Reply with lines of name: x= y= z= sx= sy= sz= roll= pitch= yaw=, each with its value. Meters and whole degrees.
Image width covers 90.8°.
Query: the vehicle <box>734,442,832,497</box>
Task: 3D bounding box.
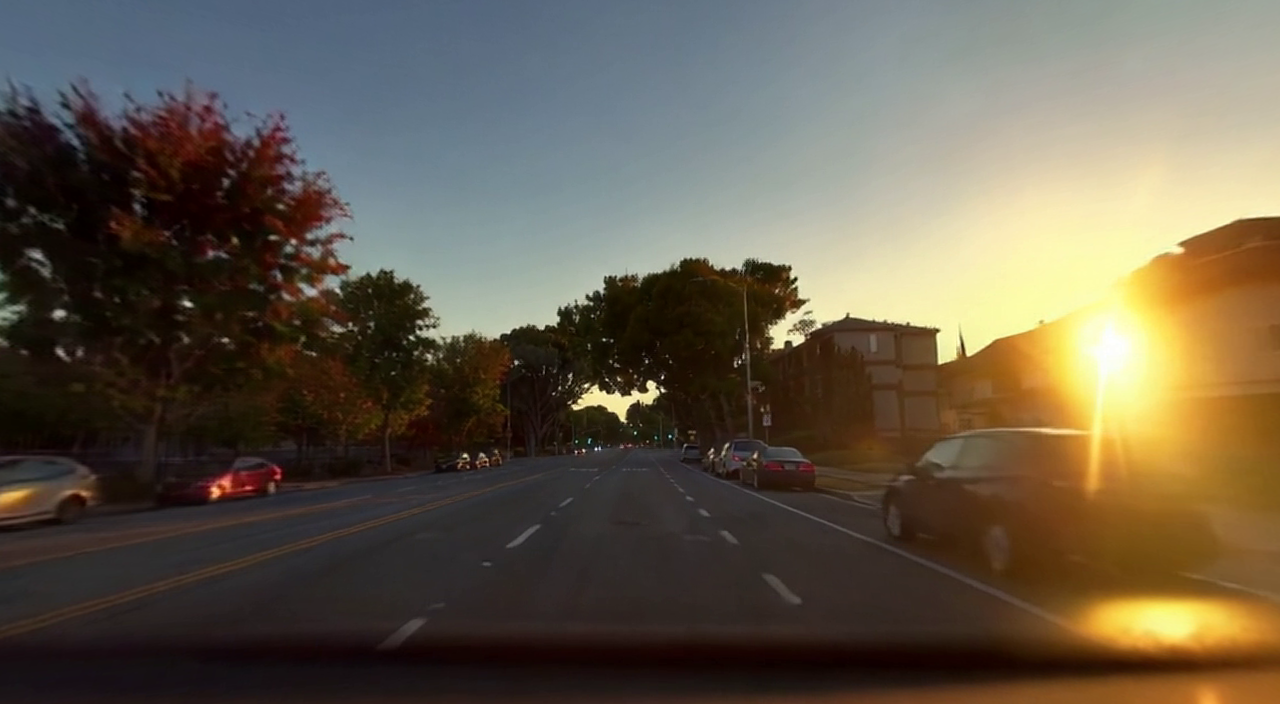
vehicle: x=4.183 y=3.495 z=19.238 sx=1.845 sy=1.443 sz=4.531 roll=0 pitch=-8 yaw=-1

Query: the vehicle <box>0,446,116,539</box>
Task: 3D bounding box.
vehicle: x=-13.496 y=2.818 z=12.445 sx=2.220 sy=1.747 sz=4.980 roll=-3 pitch=-8 yaw=-2

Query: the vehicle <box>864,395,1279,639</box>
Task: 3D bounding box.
vehicle: x=4.309 y=1.521 z=6.912 sx=1.994 sy=1.725 sz=4.676 roll=0 pitch=-8 yaw=0

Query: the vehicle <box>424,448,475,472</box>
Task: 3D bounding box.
vehicle: x=-13.913 y=7.896 z=46.496 sx=2.163 sy=1.641 sz=4.875 roll=0 pitch=-8 yaw=0

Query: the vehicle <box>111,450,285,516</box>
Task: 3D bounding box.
vehicle: x=-13.738 y=4.038 z=20.118 sx=2.239 sy=1.645 sz=4.700 roll=-3 pitch=-8 yaw=-1
